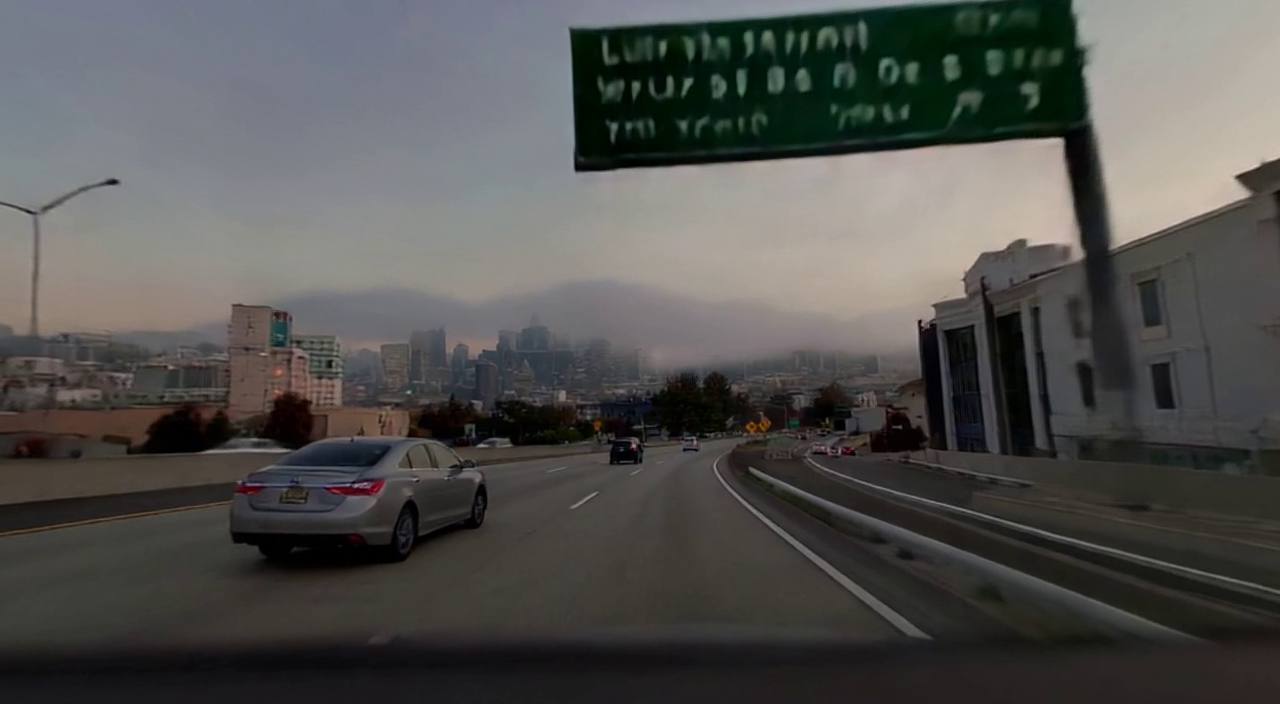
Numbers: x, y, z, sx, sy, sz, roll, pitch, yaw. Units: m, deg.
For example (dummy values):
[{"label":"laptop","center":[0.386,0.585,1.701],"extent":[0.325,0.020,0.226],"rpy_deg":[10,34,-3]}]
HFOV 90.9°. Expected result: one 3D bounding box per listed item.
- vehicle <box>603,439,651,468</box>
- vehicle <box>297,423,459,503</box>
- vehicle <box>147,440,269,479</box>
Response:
[{"label":"vehicle","center":[-0.635,5.396,33.647],"extent":[1.928,1.455,4.361],"rpy_deg":[-2,-9,7]},{"label":"vehicle","center":[-6.310,2.736,15.875],"extent":[1.993,1.690,4.450],"rpy_deg":[-1,-9,3]},{"label":"vehicle","center":[-19.022,4.749,28.082],"extent":[1.880,1.540,4.630],"rpy_deg":[-1,-9,5]}]
